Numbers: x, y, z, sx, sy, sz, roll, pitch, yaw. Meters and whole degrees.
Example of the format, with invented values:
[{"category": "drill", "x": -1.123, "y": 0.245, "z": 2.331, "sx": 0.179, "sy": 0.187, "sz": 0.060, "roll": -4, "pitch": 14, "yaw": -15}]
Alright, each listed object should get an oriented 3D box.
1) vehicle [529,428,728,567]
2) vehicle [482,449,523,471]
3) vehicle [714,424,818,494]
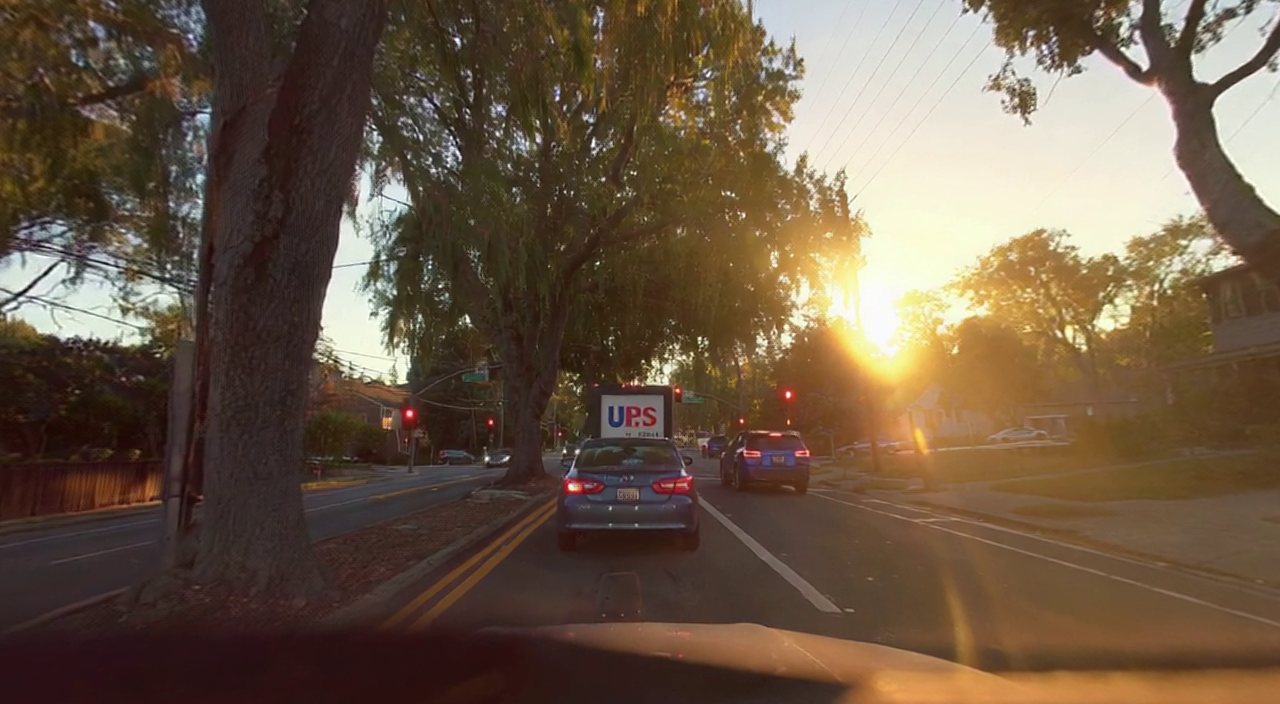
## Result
[{"category": "vehicle", "x": -0.159, "y": 1.887, "z": 8.979, "sx": 2.135, "sy": 1.483, "sz": 4.207, "roll": 0, "pitch": -8, "yaw": -1}, {"category": "vehicle", "x": -9.776, "y": 7.691, "z": 45.287, "sx": 1.950, "sy": 1.467, "sz": 4.270, "roll": 0, "pitch": -8, "yaw": 1}, {"category": "vehicle", "x": 3.625, "y": 3.194, "z": 19.125, "sx": 2.145, "sy": 1.847, "sz": 4.524, "roll": 0, "pitch": -8, "yaw": -1}]
